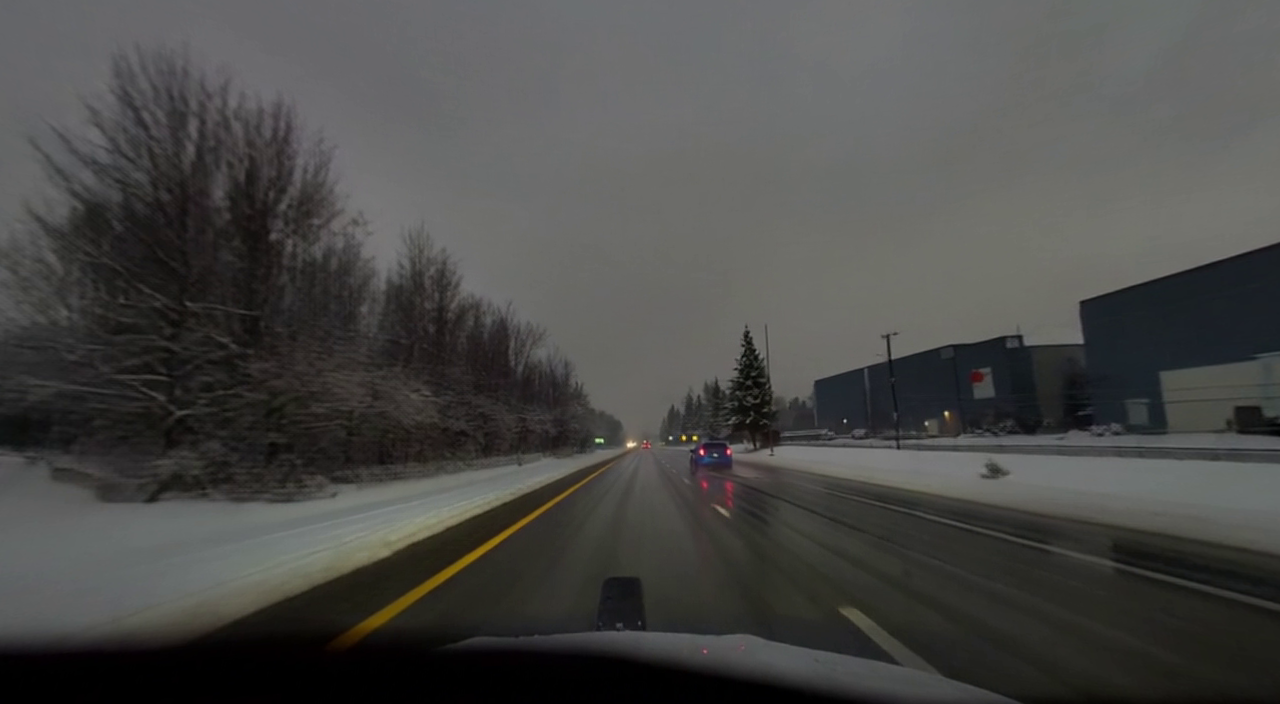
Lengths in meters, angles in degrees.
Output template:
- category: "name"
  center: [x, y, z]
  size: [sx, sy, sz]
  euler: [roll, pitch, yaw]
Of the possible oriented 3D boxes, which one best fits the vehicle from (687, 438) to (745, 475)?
- category: "vehicle"
  center: [3.393, 4.763, 28.800]
  size: [2.079, 1.531, 3.997]
  euler: [0, -8, -1]
